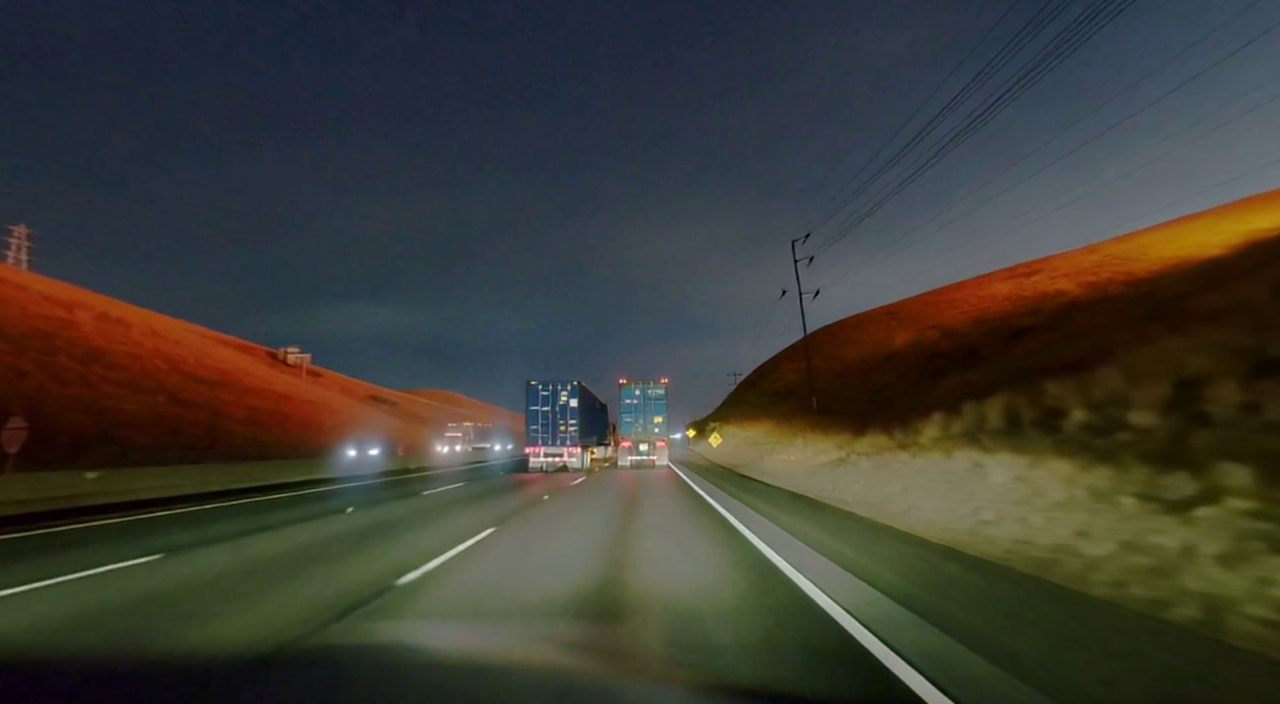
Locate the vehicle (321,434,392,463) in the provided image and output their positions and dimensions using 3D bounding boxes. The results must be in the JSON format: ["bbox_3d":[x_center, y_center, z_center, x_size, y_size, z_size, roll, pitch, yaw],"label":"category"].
[{"bbox_3d":[-17.503,5.968,39.112,2.056,1.688,5.031,0,-8,0],"label":"vehicle"}]

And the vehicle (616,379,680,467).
[{"bbox_3d":[0.264,4.112,35.332,3.006,4.120,11.586,0,-8,-1],"label":"vehicle"}]

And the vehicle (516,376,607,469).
[{"bbox_3d":[-3.811,4.070,34.743,3.065,4.105,13.706,0,-8,1],"label":"vehicle"}]
